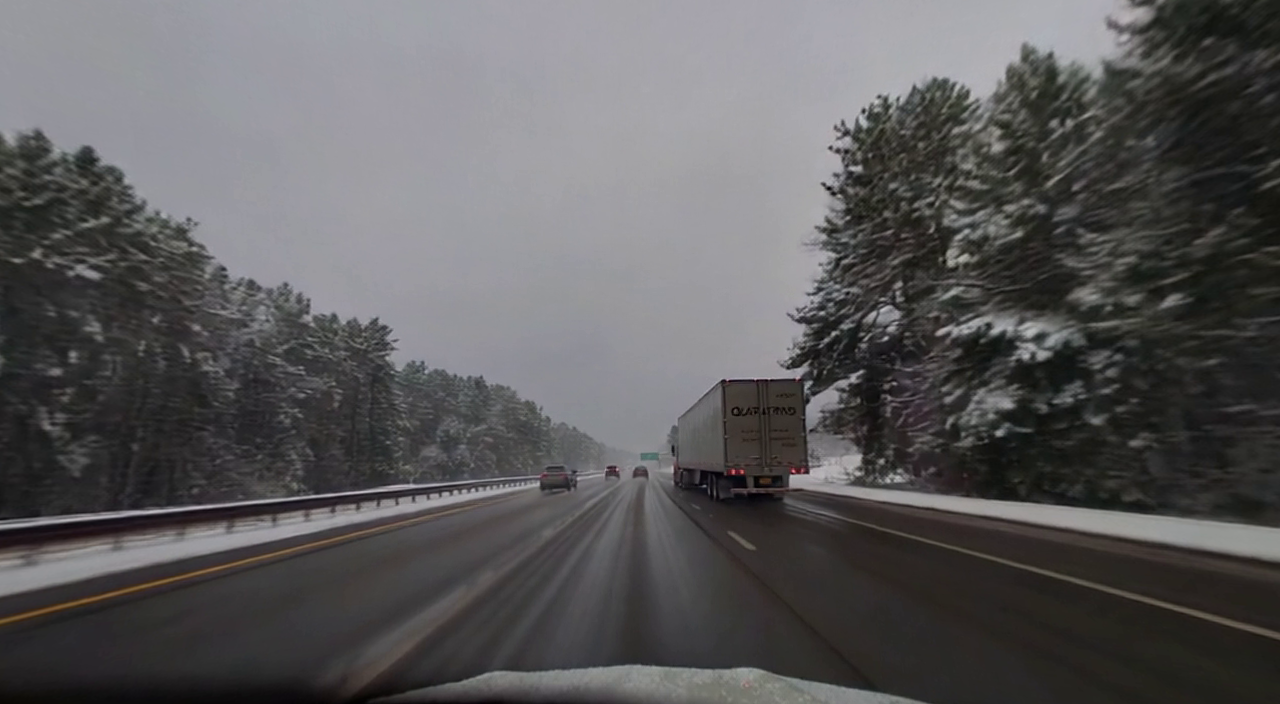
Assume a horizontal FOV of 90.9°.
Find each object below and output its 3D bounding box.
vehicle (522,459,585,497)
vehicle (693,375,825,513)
[{"bbox_3d":[-3.960,5.906,29.717,2.180,1.556,4.895,0,-11,1],"label":"vehicle"},{"bbox_3d":[3.948,3.678,24.042,2.871,4.032,10.642,1,-11,0],"label":"vehicle"}]
